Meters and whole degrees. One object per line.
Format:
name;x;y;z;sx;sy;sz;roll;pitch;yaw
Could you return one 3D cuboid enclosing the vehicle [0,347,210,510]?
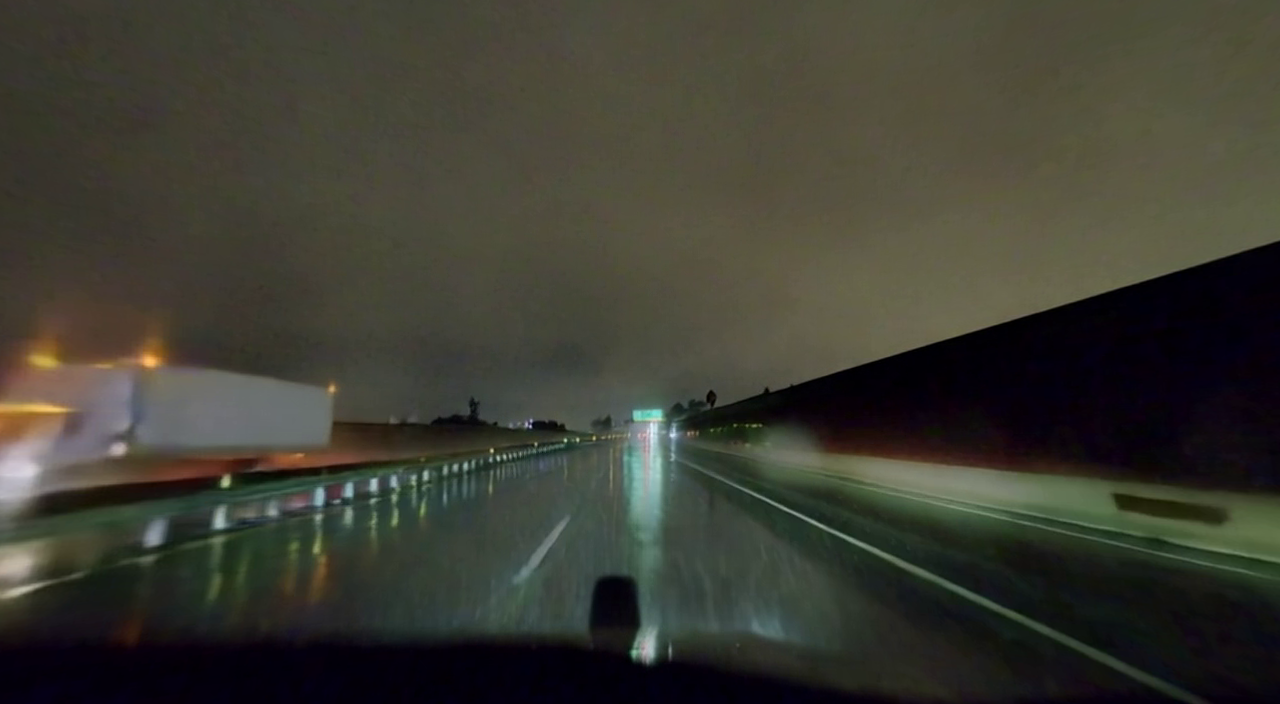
vehicle;-16.296;2.231;18.227;3.068;3.877;6.541;0;-8;-1
